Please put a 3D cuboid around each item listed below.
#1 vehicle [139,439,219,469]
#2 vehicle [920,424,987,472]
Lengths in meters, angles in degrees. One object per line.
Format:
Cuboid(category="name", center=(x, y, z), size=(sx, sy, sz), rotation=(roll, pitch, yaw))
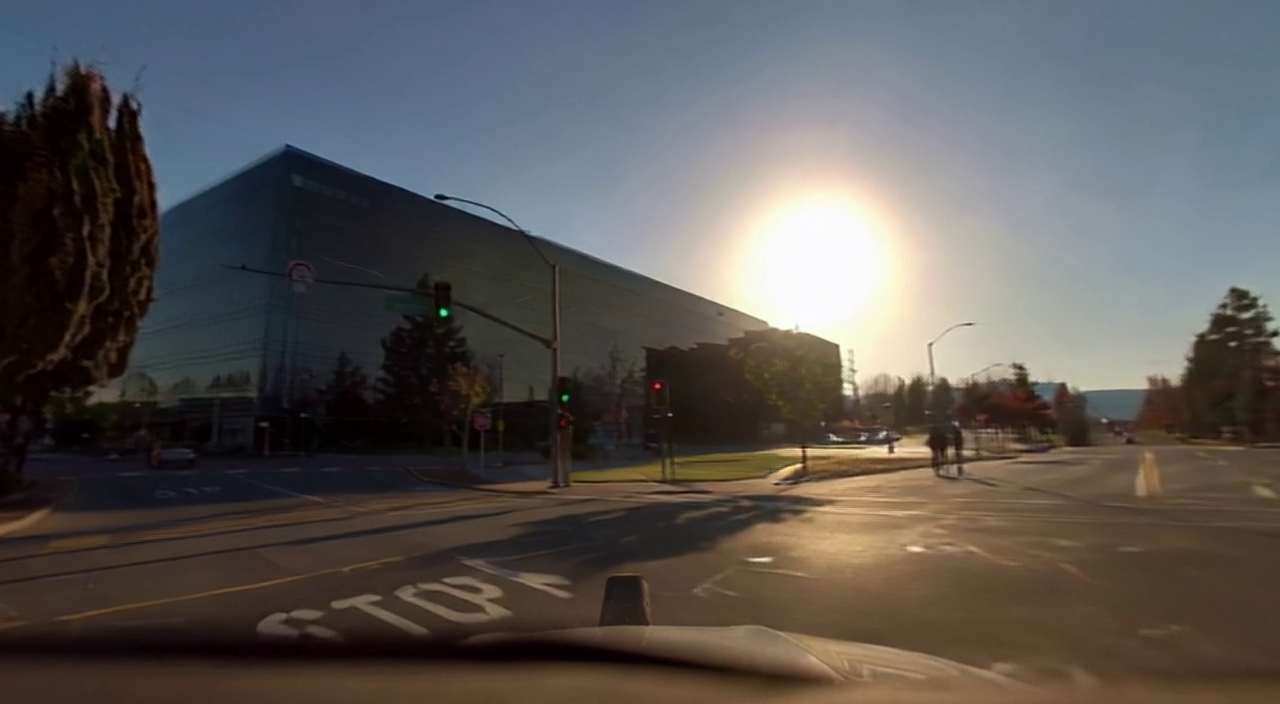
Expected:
Cuboid(category="vehicle", center=(-31.781, 7.001, 43.389), size=(5.570, 1.923, 2.336), rotation=(-6, -11, 31))
Cuboid(category="vehicle", center=(19.719, 6.013, 39.500), size=(2.324, 2.750, 5.997), rotation=(-8, -11, 38))
